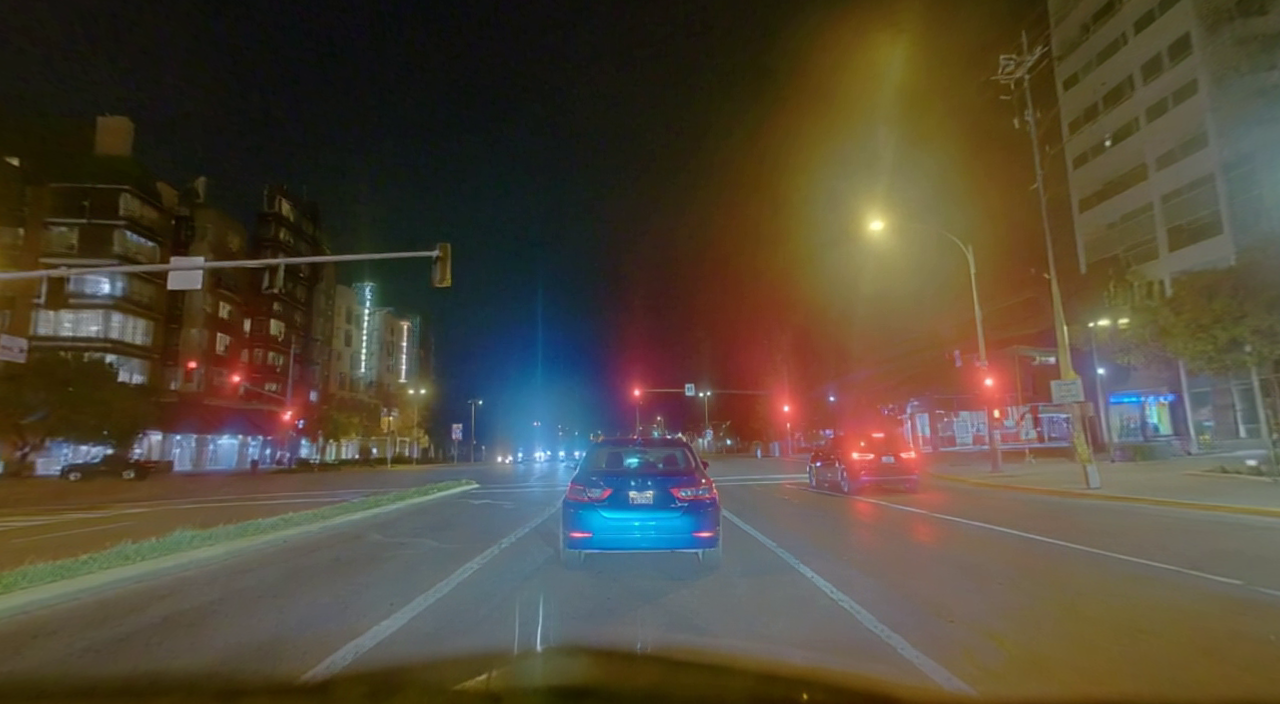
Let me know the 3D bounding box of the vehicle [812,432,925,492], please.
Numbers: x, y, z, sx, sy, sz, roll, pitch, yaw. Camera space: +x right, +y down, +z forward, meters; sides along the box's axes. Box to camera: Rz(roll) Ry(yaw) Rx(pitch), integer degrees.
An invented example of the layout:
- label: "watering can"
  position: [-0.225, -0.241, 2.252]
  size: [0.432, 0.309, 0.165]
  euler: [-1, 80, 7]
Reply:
- label: "vehicle"
  position: [7.049, 3.436, 20.067]
  size: [2.039, 1.692, 4.319]
  euler: [0, -8, 1]

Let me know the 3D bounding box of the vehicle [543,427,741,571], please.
- label: "vehicle"
  position: [-0.033, 1.860, 8.796]
  size: [2.070, 1.488, 4.206]
  euler: [0, -8, -2]

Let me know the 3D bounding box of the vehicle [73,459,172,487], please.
- label: "vehicle"
  position: [-32.397, 7.550, 39.625]
  size: [4.401, 1.625, 1.863]
  euler: [0, -8, -4]
